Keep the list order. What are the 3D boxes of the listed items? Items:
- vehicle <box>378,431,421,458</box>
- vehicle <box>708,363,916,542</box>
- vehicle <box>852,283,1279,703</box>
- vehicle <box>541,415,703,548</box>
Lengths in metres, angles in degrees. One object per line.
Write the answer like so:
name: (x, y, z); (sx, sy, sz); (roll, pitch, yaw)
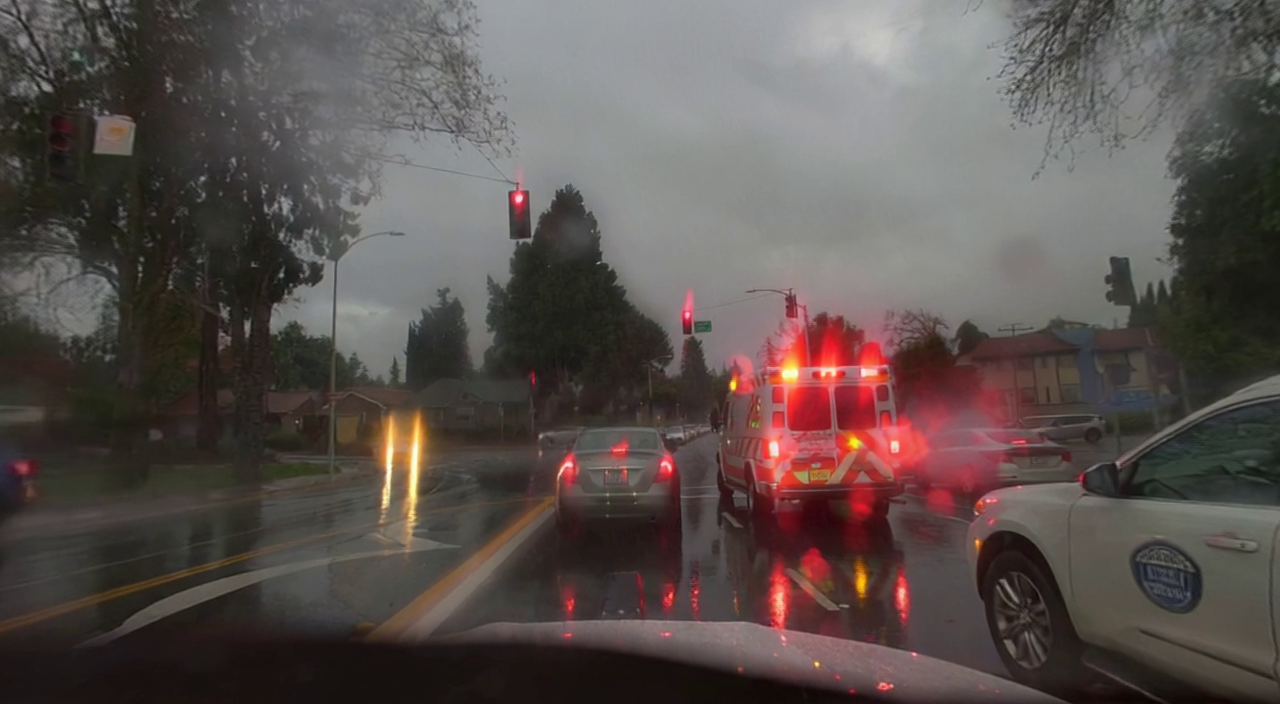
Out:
vehicle: (-17.735, 6.879, 46.870); (2.246, 1.880, 4.454); (1, -8, -12)
vehicle: (2.893, 1.901, 12.385); (2.406, 2.687, 5.521); (0, -8, -1)
vehicle: (2.852, 0.892, 2.839); (2.194, 1.820, 4.652); (0, -8, 1)
vehicle: (-0.278, 1.971, 10.197); (2.114, 1.707, 3.725); (0, -8, -1)
